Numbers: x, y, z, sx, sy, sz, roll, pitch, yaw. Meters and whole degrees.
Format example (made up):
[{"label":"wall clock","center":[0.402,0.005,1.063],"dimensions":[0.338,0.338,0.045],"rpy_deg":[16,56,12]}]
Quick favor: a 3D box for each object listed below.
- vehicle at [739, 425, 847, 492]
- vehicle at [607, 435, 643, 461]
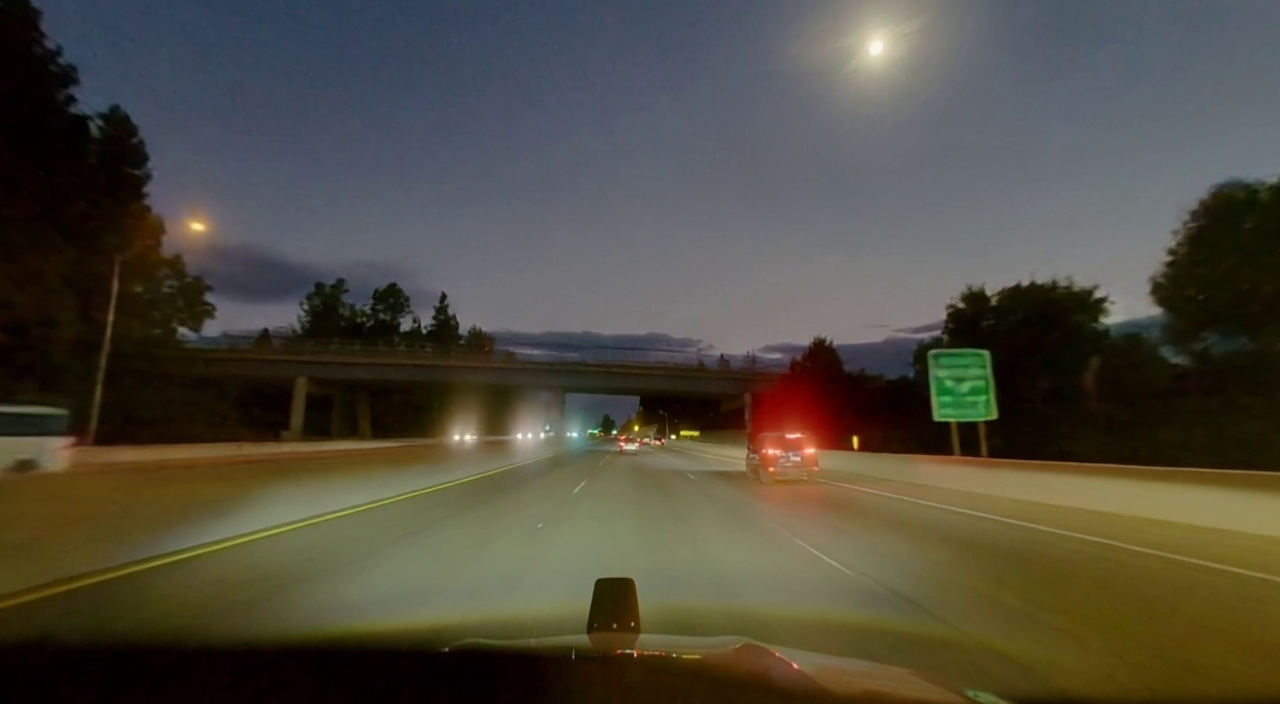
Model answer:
[{"label":"vehicle","center":[4.009,2.846,17.188],"dimensions":[1.892,1.600,3.782],"rpy_deg":[1,-8,-2]},{"label":"vehicle","center":[-0.894,5.599,37.056],"dimensions":[1.987,1.440,3.565],"rpy_deg":[1,-8,-2]}]
